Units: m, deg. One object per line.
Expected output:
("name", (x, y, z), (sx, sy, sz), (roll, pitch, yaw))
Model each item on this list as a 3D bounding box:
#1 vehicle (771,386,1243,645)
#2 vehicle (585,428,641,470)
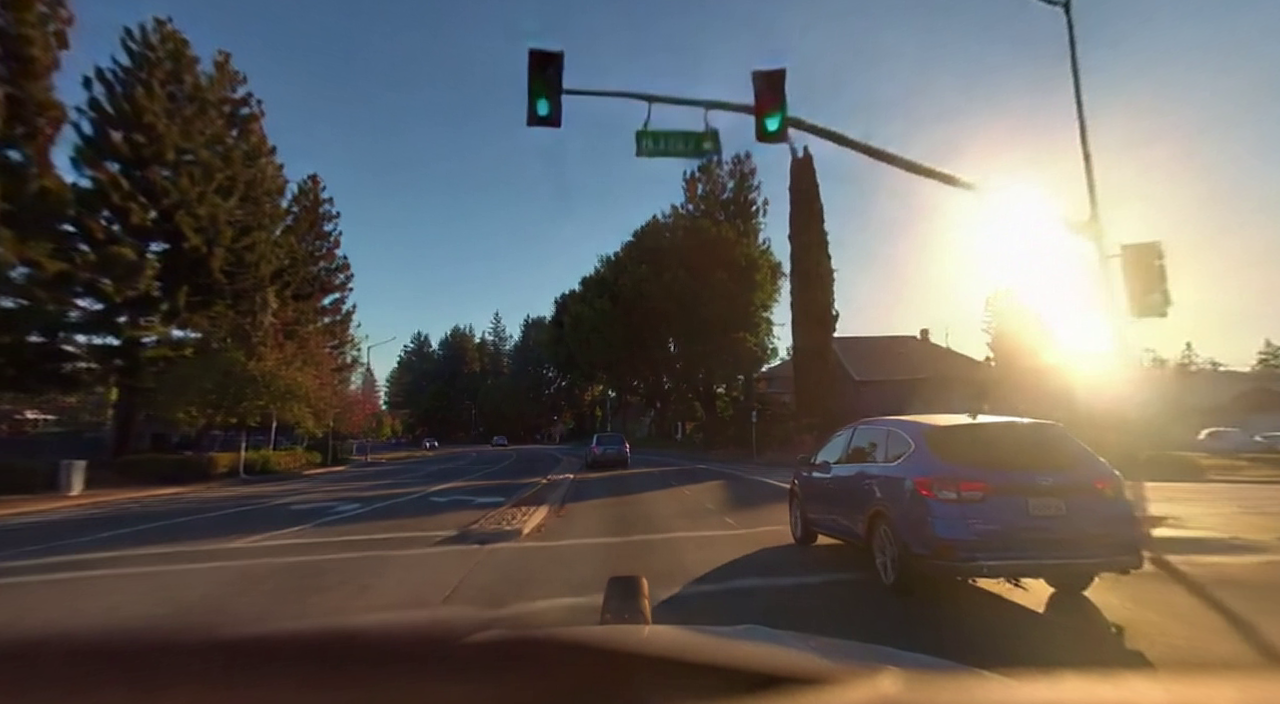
("vehicle", (2.898, 1.393, 6.500), (2.024, 1.686, 4.588), (1, -8, -1))
("vehicle", (-1.393, 4.687, 30.675), (2.185, 1.822, 4.583), (2, -8, -9))
